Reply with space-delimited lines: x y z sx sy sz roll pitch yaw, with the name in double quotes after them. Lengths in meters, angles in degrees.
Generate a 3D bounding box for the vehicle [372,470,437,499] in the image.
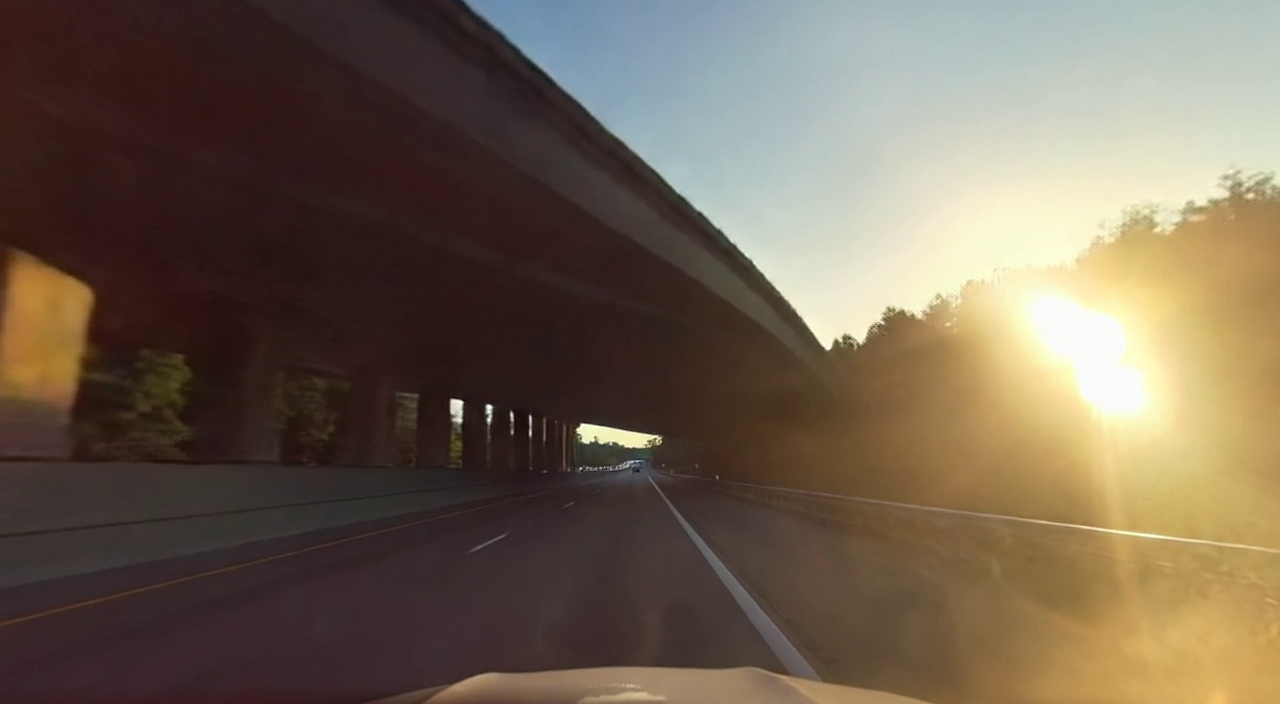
-12.557 7.089 33.816 1.868 1.406 3.960 1 -10 1 "vehicle"
